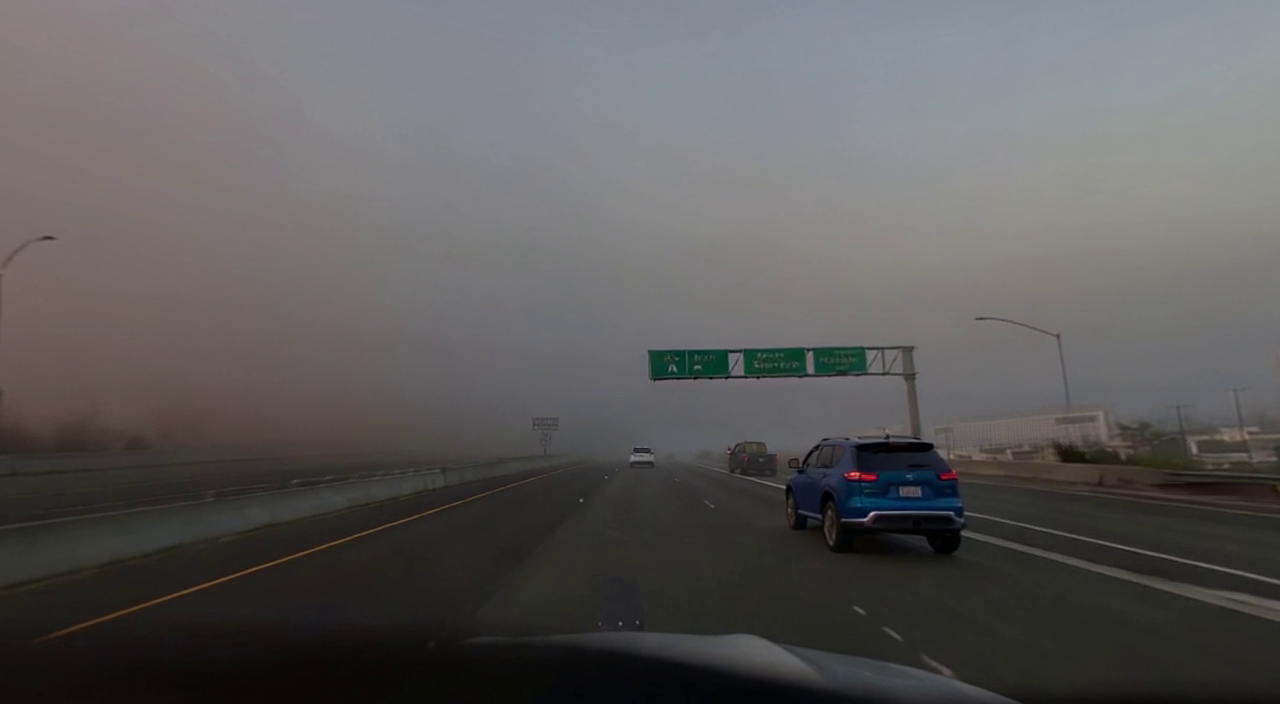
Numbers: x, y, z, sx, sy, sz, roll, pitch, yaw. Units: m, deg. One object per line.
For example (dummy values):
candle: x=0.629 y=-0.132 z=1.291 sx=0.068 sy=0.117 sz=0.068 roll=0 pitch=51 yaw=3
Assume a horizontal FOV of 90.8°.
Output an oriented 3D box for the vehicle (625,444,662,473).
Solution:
vehicle: x=0.244 y=6.764 z=40.337 sx=2.181 sy=1.768 sz=4.383 roll=0 pitch=-9 yaw=1

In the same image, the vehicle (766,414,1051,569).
vehicle: x=3.339 y=1.826 z=9.042 sx=2.097 sy=1.659 sz=4.320 roll=0 pitch=-9 yaw=-1

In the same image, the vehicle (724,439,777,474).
vehicle: x=7.414 y=7.060 z=43.008 sx=2.526 sy=2.230 sz=6.190 roll=0 pitch=-9 yaw=1
